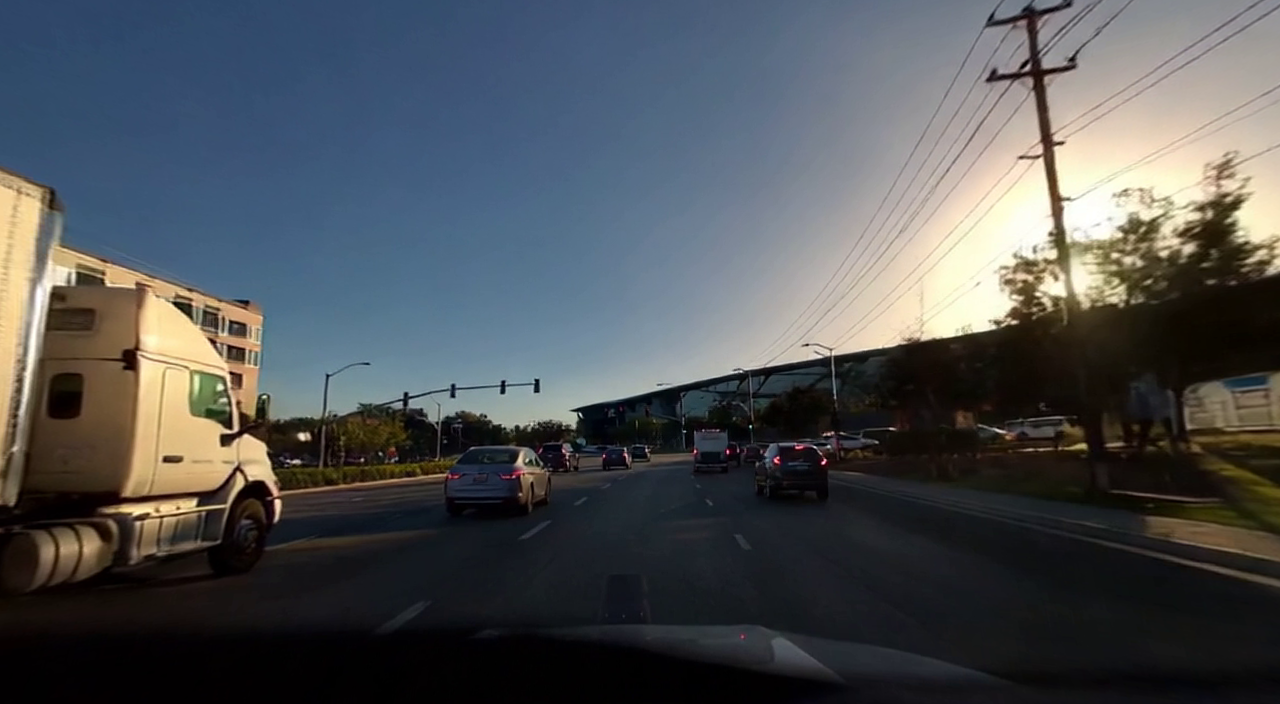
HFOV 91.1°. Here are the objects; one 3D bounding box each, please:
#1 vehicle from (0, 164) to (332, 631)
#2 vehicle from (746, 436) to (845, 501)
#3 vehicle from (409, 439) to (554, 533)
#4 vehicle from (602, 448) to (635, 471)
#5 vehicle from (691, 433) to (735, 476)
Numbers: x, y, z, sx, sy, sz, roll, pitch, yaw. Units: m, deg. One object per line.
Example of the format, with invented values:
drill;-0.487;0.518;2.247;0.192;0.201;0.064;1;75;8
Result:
vehicle;-6.381;0.581;7.409;3.239;4.055;3.881;0;-9;1
vehicle;5.058;3.842;21.163;2.283;1.923;4.427;0;-9;1
vehicle;-3.089;2.672;13.086;1.934;1.643;3.718;0;-9;2
vehicle;-1.538;7.786;45.626;1.984;1.567;4.311;-1;-9;4
vehicle;4.331;6.211;38.272;2.457;2.440;5.486;-1;-9;4
